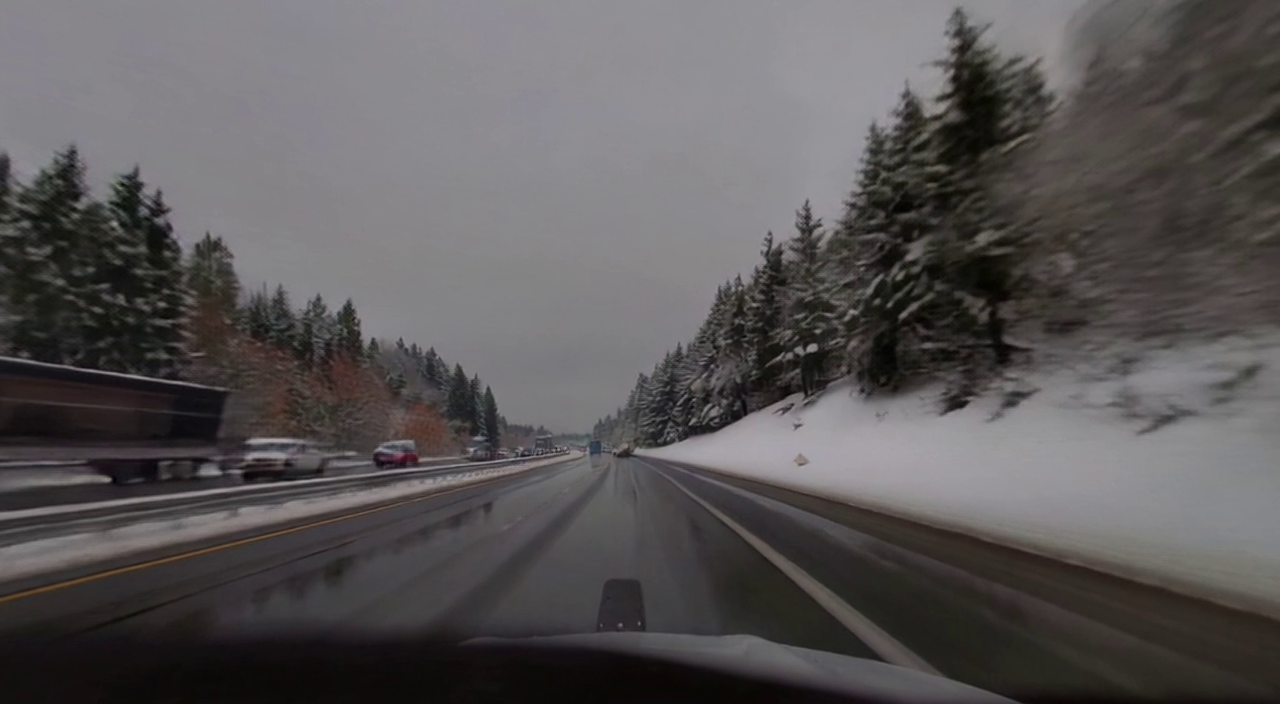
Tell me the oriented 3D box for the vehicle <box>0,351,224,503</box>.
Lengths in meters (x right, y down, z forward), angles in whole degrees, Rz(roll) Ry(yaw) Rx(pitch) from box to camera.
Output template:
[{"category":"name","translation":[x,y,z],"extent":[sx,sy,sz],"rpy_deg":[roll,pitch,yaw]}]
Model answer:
[{"category":"vehicle","translation":[-19.053,2.315,19.076],"extent":[2.936,4.098,14.293],"rpy_deg":[2,-9,1]}]

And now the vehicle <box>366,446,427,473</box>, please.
[{"category":"vehicle","translation":[-14.314,6.328,37.333],"extent":[1.846,1.517,4.301],"rpy_deg":[0,-9,0]}]

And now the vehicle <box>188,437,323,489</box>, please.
[{"category":"vehicle","translation":[-14.162,4.109,23.609],"extent":[2.037,1.711,4.611],"rpy_deg":[0,-9,1]}]
